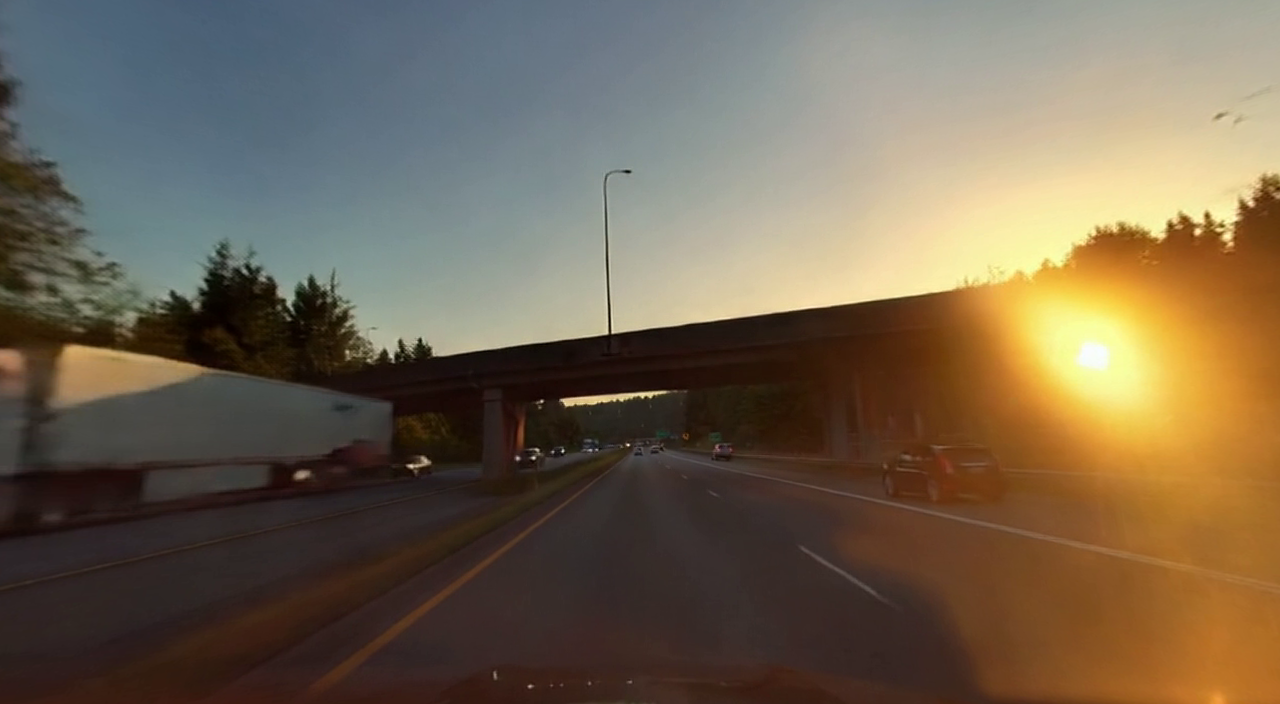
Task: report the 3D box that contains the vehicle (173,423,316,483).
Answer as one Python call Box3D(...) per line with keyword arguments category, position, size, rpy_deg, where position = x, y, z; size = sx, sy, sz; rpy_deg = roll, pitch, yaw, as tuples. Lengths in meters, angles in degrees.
Box3D(category="vehicle", position=(-12.658, 3.326, 20.580), size=(1.822, 1.677, 4.314), rpy_deg=(-2, -10, 1))

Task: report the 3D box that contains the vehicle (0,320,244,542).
Box3D(category="vehicle", position=(-12.672, 1.881, 14.117), size=(2.948, 3.836, 6.895), rpy_deg=(0, -9, 0))

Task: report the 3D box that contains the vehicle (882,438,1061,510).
Box3D(category="vehicle", position=(7.710, 2.869, 15.234), size=(1.987, 1.473, 4.244), rpy_deg=(0, -9, 0))
